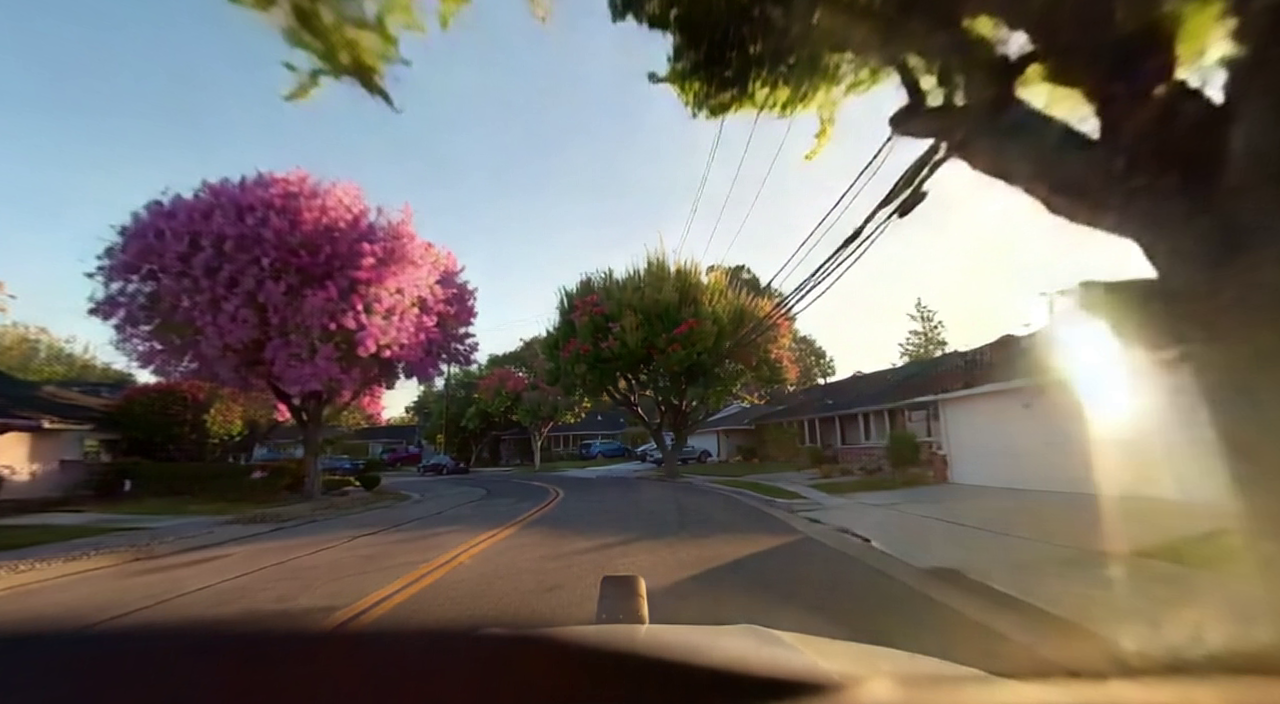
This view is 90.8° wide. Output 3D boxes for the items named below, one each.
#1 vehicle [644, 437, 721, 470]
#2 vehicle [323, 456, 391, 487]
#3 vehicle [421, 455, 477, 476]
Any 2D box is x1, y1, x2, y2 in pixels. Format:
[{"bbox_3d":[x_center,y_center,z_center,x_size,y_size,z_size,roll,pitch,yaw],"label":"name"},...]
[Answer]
[{"bbox_3d":[2.736,6.474,40.514,4.459,1.738,1.930,0,-8,-28],"label":"vehicle"},{"bbox_3d":[-17.227,7.214,38.389,3.897,1.493,1.942,-3,-6,34],"label":"vehicle"},{"bbox_3d":[-14.627,8.649,48.355,4.019,1.484,1.978,-6,-10,33],"label":"vehicle"}]
